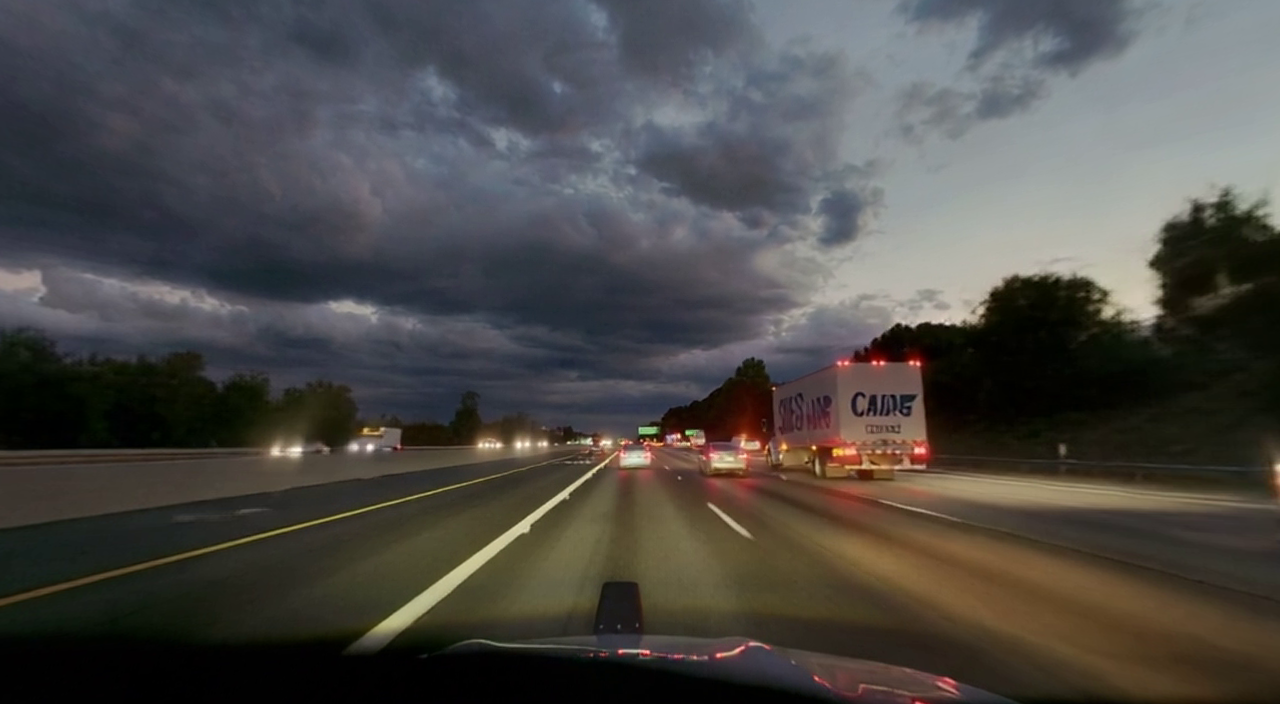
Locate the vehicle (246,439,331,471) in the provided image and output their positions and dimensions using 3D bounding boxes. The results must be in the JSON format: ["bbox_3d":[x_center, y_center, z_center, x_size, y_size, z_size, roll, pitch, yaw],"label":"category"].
[{"bbox_3d":[-17.807,5.229,32.281,1.835,1.470,4.460,0,-9,-1],"label":"vehicle"}]

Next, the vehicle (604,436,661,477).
[{"bbox_3d":[-0.330,4.110,25.044,2.098,1.475,3.997,0,-9,-2],"label":"vehicle"}]

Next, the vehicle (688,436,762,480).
[{"bbox_3d":[3.110,4.006,24.156,1.993,1.504,4.781,0,-9,-2],"label":"vehicle"}]

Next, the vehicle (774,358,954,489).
[{"bbox_3d":[7.225,2.635,22.139,2.799,3.655,8.627,0,-9,-2],"label":"vehicle"}]
